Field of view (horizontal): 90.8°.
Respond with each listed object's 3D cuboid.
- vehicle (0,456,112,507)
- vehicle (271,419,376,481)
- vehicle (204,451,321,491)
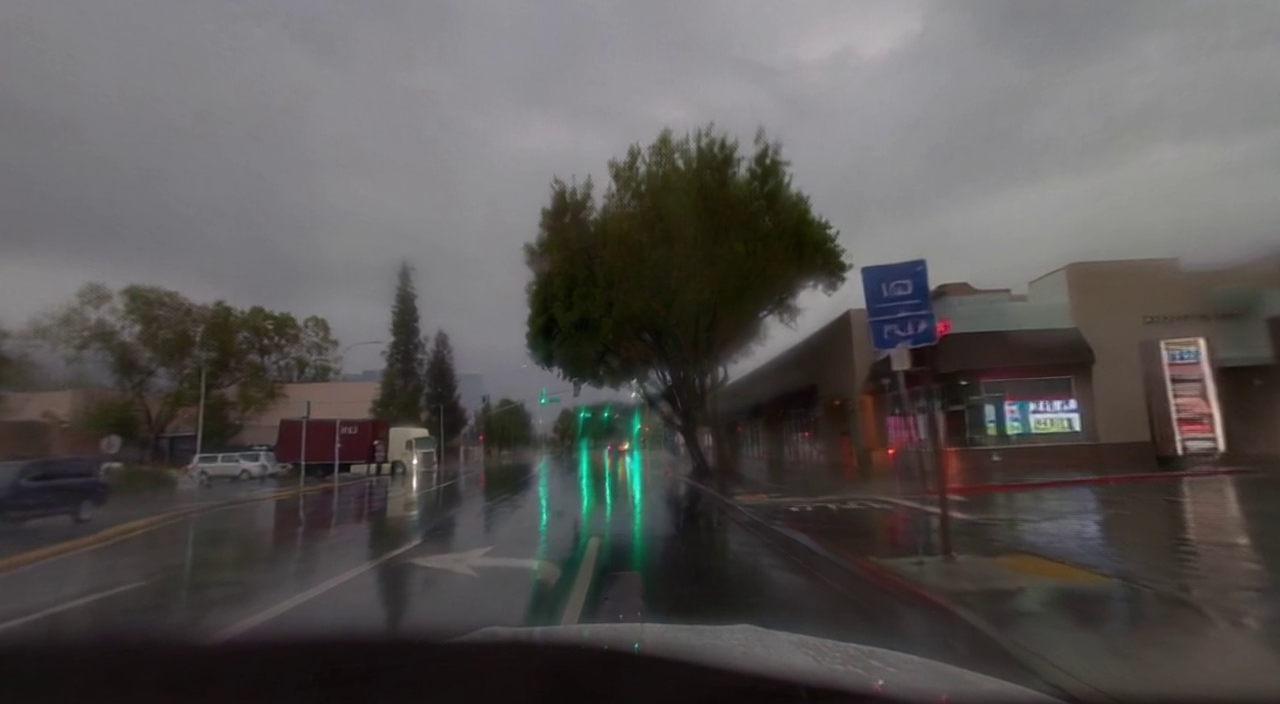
[{"bbox_3d":[-23.738,4.923,24.368,2.025,1.756,4.749,-2,-9,15],"label":"vehicle"},{"bbox_3d":[-21.873,6.841,44.104,3.045,3.961,6.104,-2,-9,15],"label":"vehicle"},{"bbox_3d":[-18.287,5.742,30.903,2.101,1.721,4.587,-3,-9,17],"label":"vehicle"}]
